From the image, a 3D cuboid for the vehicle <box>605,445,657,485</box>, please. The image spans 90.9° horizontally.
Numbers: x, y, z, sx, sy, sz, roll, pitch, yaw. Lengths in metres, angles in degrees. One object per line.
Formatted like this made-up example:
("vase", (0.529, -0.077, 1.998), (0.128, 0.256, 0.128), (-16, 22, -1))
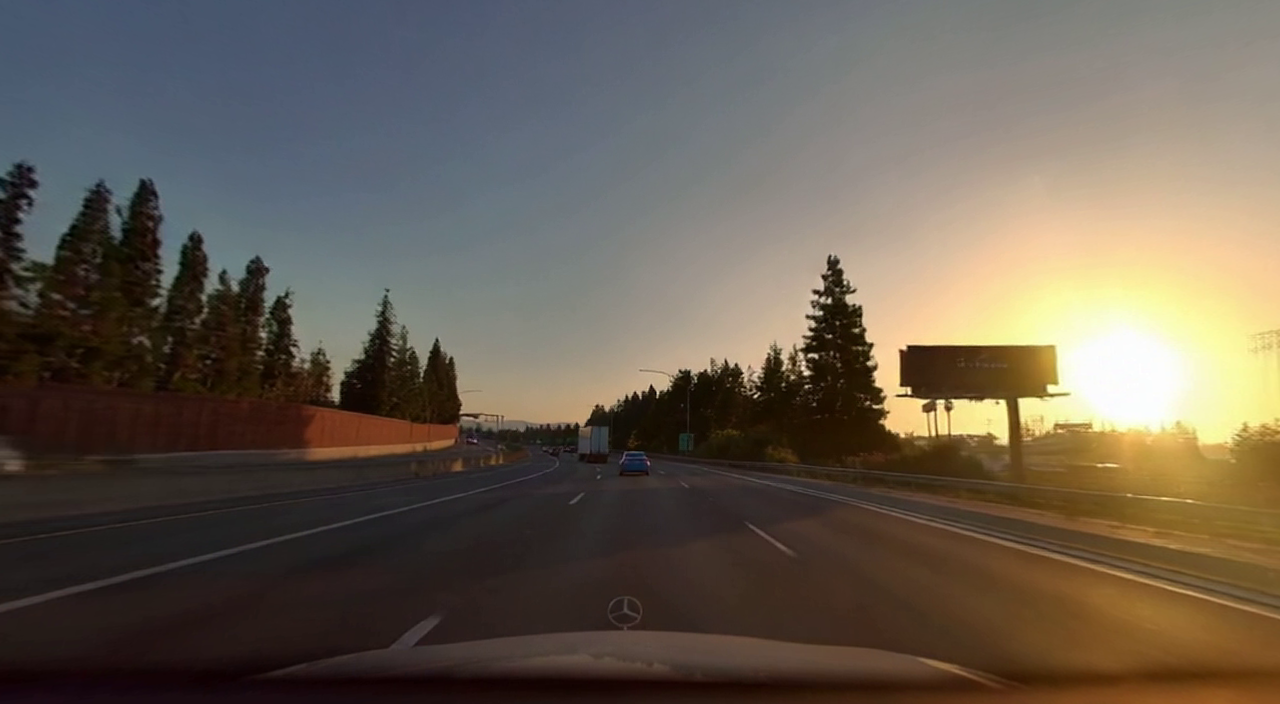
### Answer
("vehicle", (-0.428, 4.754, 26.863), (2.042, 1.528, 4.300), (0, -8, -2))
